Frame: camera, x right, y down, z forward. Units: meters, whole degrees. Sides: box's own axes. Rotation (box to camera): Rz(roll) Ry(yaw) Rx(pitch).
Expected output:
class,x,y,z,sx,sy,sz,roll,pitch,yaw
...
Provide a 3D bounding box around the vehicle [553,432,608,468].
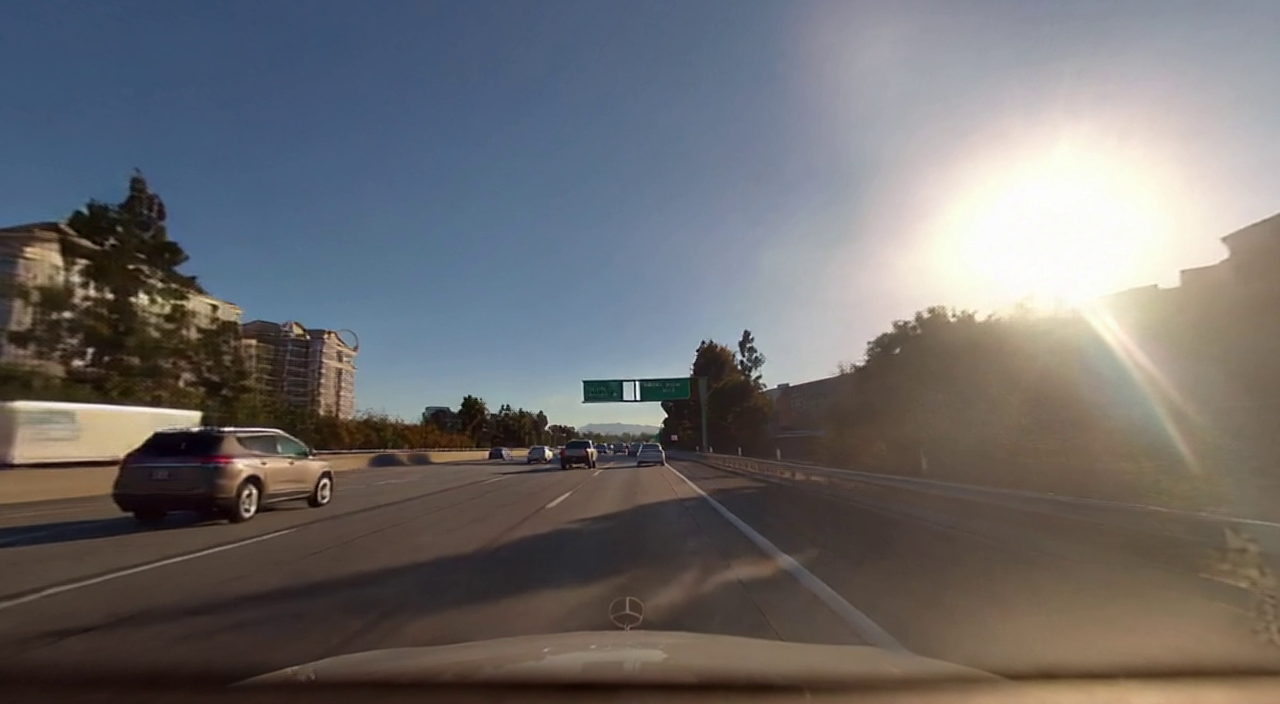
class,x,y,z,sx,sy,sz,roll,pitch,yaw
vehicle,-3.631,6.163,39.704,2.751,2.050,5.761,0,-8,1

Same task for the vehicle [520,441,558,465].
class,x,y,z,sx,sy,sz,roll,pitch,yaw
vehicle,-7.681,7.741,48.572,2.078,1.779,4.610,0,-8,1

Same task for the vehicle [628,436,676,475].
class,x,y,z,sx,sy,sz,roll,pitch,yaw
vehicle,0.544,4.970,30.451,2.135,1.697,4.757,0,-8,0

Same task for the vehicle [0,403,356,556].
class,x,y,z,sx,sy,sz,roll,pitch,yaw
vehicle,-7.655,2.033,10.936,2.521,1.901,5.988,0,-8,2
